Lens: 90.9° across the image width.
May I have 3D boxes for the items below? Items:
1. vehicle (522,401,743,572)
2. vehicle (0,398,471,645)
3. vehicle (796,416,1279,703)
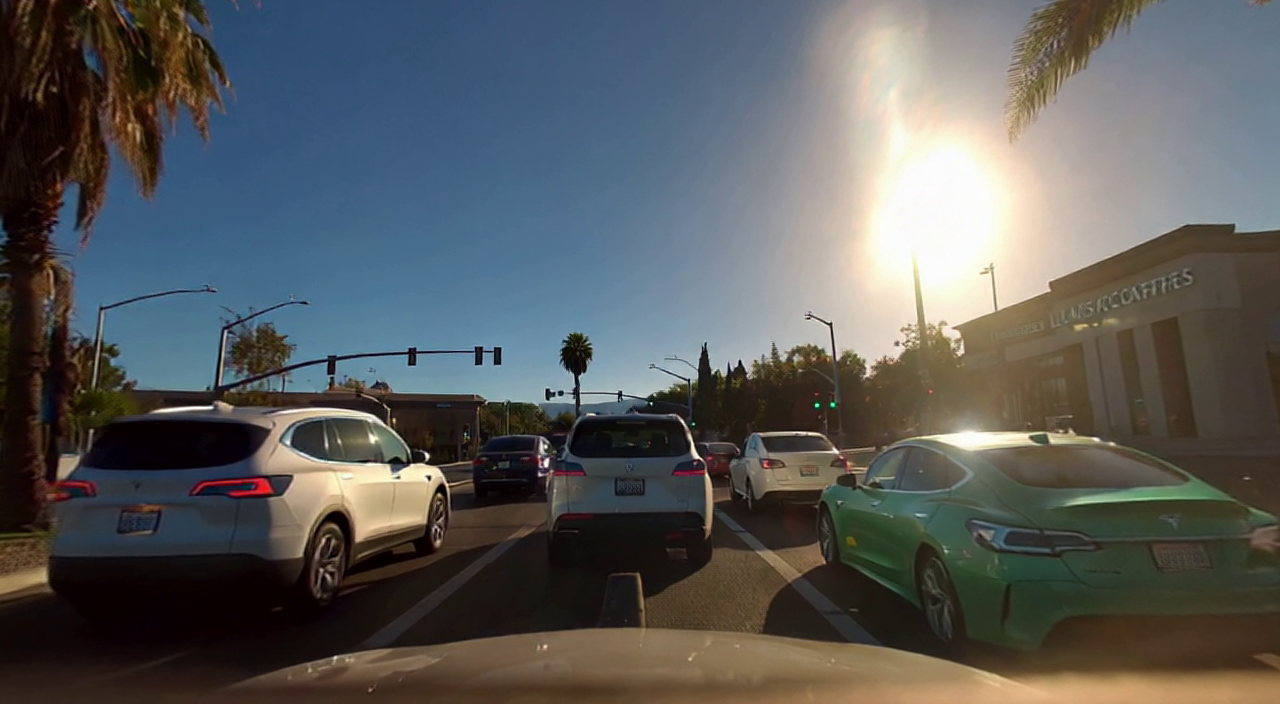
[{"bbox_3d":[-0.140,1.708,8.763,2.280,1.747,4.361,0,-8,-2],"label":"vehicle"},{"bbox_3d":[-3.351,1.397,6.254,2.014,1.534,4.455,0,-9,1],"label":"vehicle"},{"bbox_3d":[2.968,1.412,5.451,2.017,1.491,4.611,0,-8,-1],"label":"vehicle"}]
